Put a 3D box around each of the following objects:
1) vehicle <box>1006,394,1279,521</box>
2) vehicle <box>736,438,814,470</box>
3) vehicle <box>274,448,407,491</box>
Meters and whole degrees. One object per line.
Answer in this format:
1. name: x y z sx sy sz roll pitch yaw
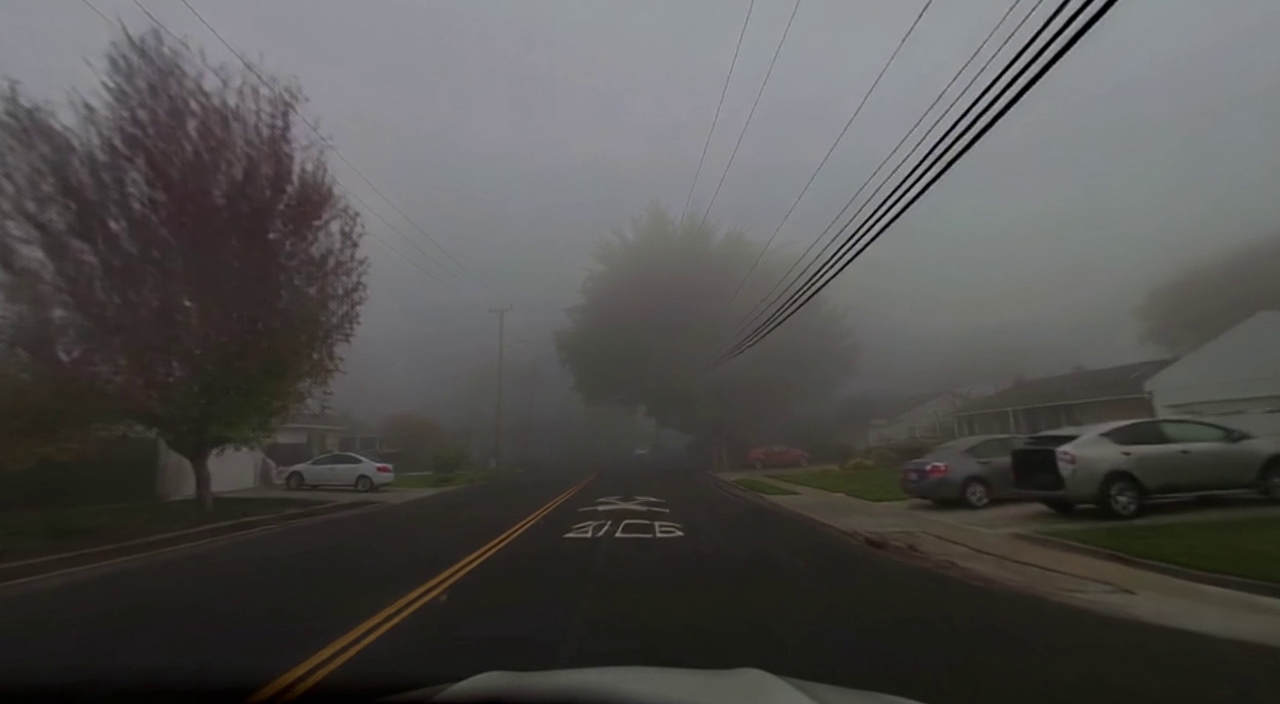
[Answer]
1. vehicle: 9.376 1.815 11.172 4.557 2.012 1.917 0 -8 -3
2. vehicle: 7.573 5.749 35.647 3.846 1.725 1.920 0 -8 -4
3. vehicle: -11.852 4.662 25.206 4.243 1.598 2.003 -1 -8 3
